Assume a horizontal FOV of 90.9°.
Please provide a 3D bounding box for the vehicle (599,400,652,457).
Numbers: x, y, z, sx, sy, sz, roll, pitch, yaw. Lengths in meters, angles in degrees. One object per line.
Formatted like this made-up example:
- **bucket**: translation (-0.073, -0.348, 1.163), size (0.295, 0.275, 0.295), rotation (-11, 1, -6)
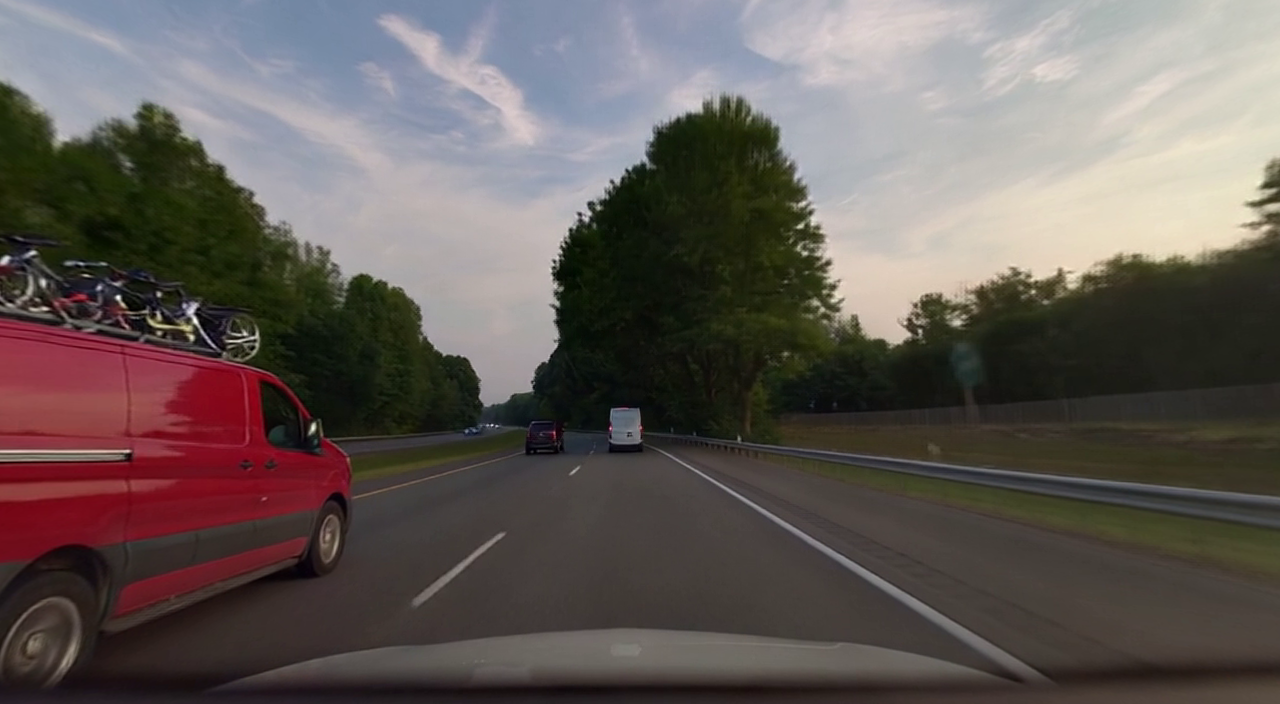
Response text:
- **vehicle**: translation (-0.883, 4.298, 35.278), size (2.647, 2.896, 6.480), rotation (0, -7, -3)

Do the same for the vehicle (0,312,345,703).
- **vehicle**: translation (-3.646, 0.808, 3.227), size (2.069, 1.751, 4.720), rotation (0, -7, -1)

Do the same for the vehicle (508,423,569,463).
- **vehicle**: translation (-4.541, 4.131, 28.847), size (2.110, 1.636, 4.453), rotation (0, -7, -1)
